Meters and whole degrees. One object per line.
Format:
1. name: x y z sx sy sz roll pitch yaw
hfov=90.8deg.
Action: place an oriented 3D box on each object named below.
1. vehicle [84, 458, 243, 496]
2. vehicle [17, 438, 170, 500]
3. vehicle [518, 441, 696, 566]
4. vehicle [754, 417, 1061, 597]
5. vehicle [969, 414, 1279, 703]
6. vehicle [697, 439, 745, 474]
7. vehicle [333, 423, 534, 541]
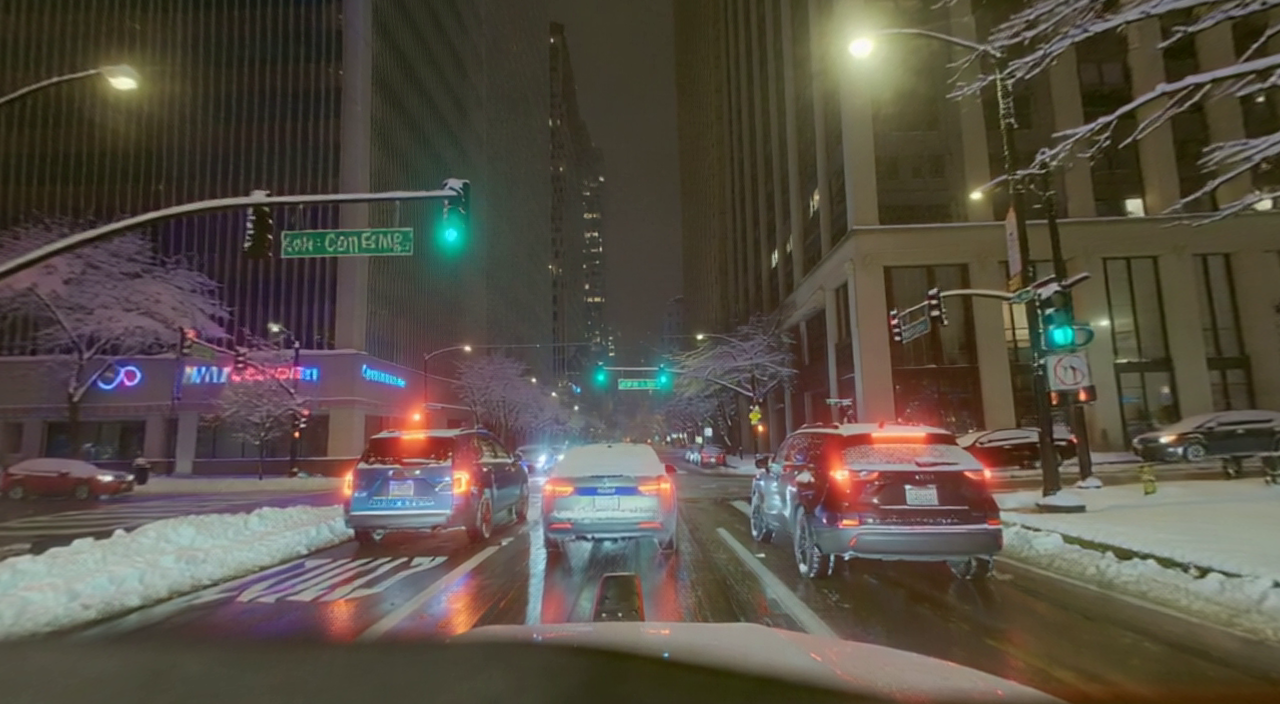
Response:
1. vehicle: -20.059 5.261 26.739 5.153 1.449 1.966 0 -8 1
2. vehicle: -30.886 6.566 35.909 5.896 3.276 2.809 1 -8 0
3. vehicle: -0.411 2.098 9.571 2.092 1.454 4.132 0 -8 -1
4. vehicle: 3.039 1.860 8.599 2.072 1.735 4.759 0 -8 0
5. vehicle: 2.734 0.809 1.095 1.902 1.454 4.540 0 -8 0
6. vehicle: 5.656 7.388 45.000 2.420 2.300 5.313 0 -8 -3
7. vehicle: -3.694 2.433 12.642 2.190 1.840 5.272 0 -8 0
